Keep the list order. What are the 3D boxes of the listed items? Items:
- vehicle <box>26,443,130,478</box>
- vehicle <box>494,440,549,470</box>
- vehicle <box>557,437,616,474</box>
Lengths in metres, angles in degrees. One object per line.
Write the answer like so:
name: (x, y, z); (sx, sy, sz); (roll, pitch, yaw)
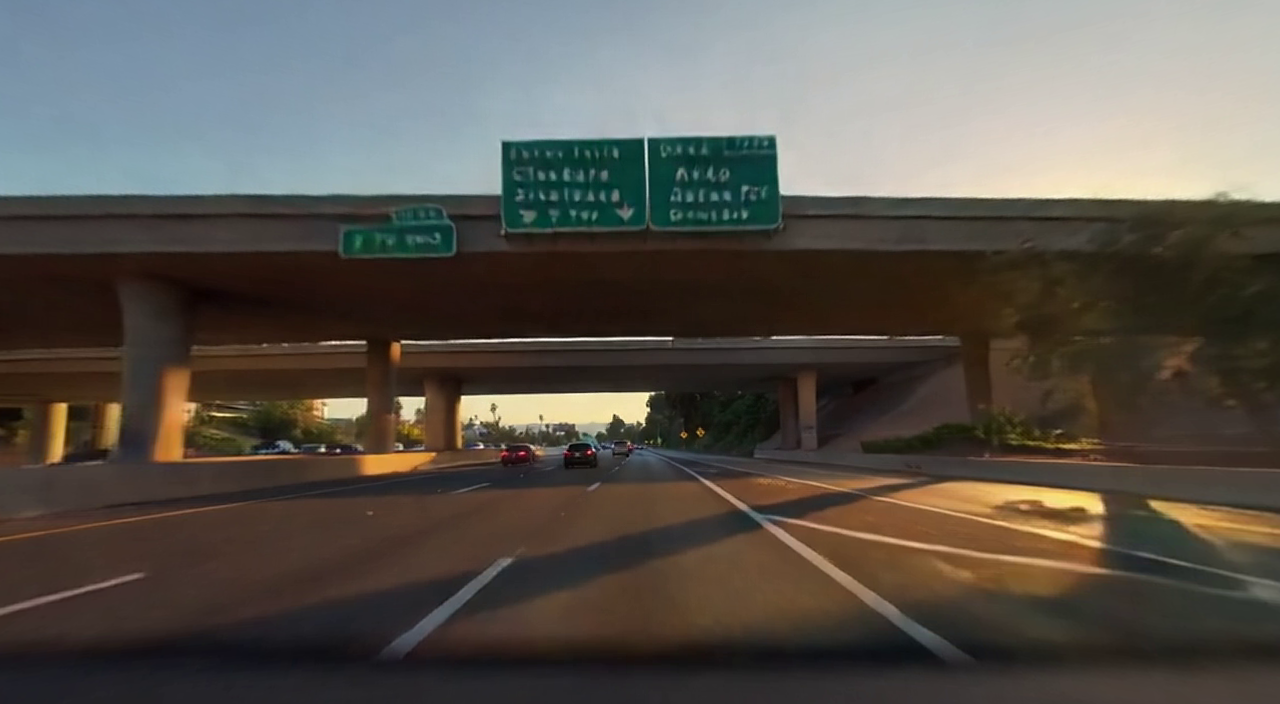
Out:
vehicle: (-24.759, 4.753, 27.935); (1.488, 1.388, 3.392); (-1, -8, 0)
vehicle: (-6.534, 5.734, 35.342); (2.069, 1.551, 4.830); (-1, -8, 1)
vehicle: (-2.478, 4.971, 30.529); (2.210, 1.628, 4.586); (-1, -8, 3)
